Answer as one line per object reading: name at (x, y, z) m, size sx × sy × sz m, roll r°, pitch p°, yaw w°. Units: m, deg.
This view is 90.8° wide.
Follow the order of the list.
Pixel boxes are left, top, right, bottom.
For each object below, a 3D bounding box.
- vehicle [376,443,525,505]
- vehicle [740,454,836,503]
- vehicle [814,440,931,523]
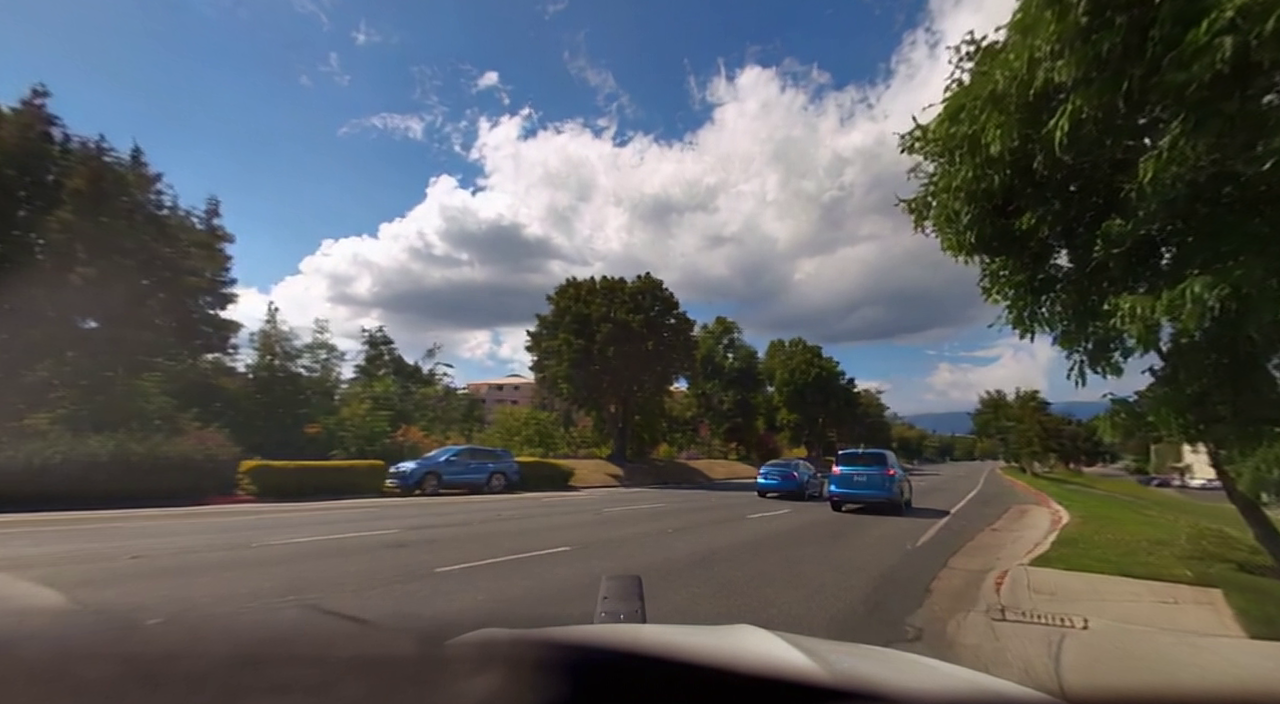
vehicle at (-6.240, 4.004, 21.329) m, size 1.973 × 1.826 × 4.538 m, roll -6°, pitch -10°, yaw 33°
vehicle at (5.762, 4.758, 24.170) m, size 2.123 × 1.592 × 4.505 m, roll -6°, pitch -10°, yaw 32°
vehicle at (6.232, 3.265, 16.604) m, size 2.125 × 1.830 × 4.370 m, roll -5°, pitch -10°, yaw 29°
